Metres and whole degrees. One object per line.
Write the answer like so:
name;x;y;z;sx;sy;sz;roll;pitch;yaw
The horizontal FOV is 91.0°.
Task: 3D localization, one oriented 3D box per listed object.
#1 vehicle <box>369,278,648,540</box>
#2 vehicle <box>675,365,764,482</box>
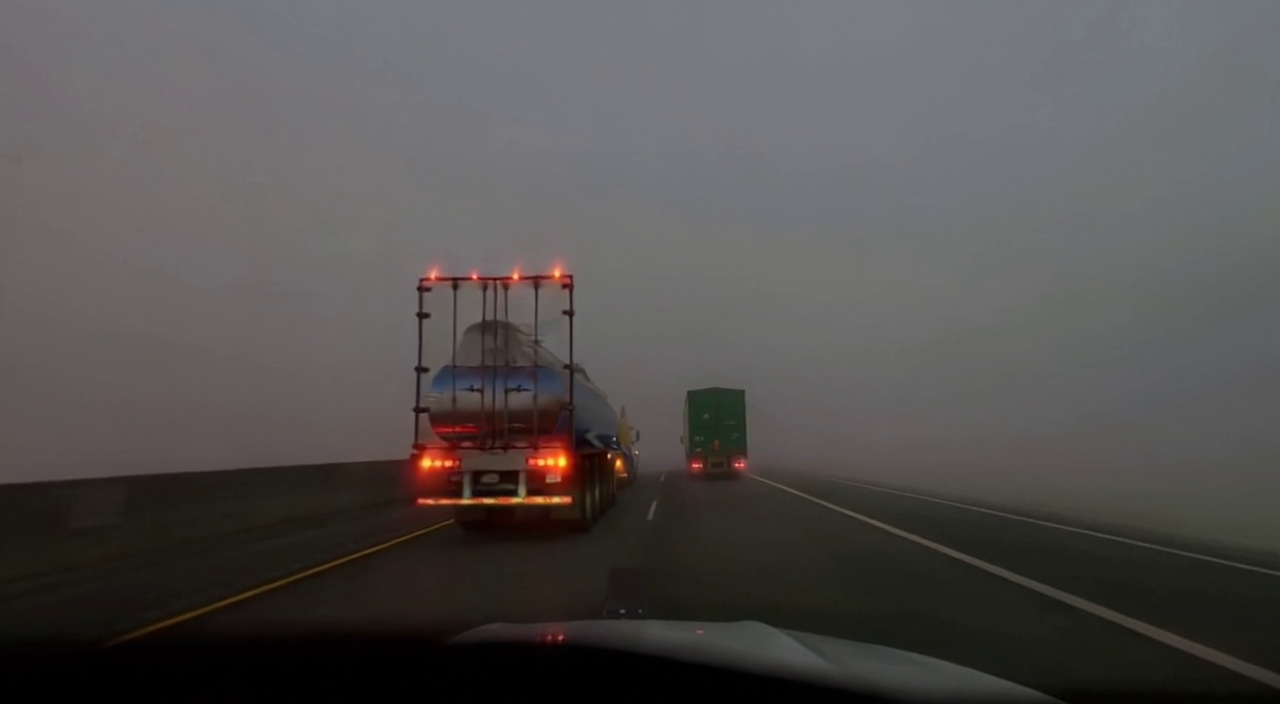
vehicle;-1.713;2.014;17.341;3.267;3.655;17.154;-1;-8;3
vehicle;3.045;3.290;27.488;2.942;4.003;11.297;-1;-8;3
